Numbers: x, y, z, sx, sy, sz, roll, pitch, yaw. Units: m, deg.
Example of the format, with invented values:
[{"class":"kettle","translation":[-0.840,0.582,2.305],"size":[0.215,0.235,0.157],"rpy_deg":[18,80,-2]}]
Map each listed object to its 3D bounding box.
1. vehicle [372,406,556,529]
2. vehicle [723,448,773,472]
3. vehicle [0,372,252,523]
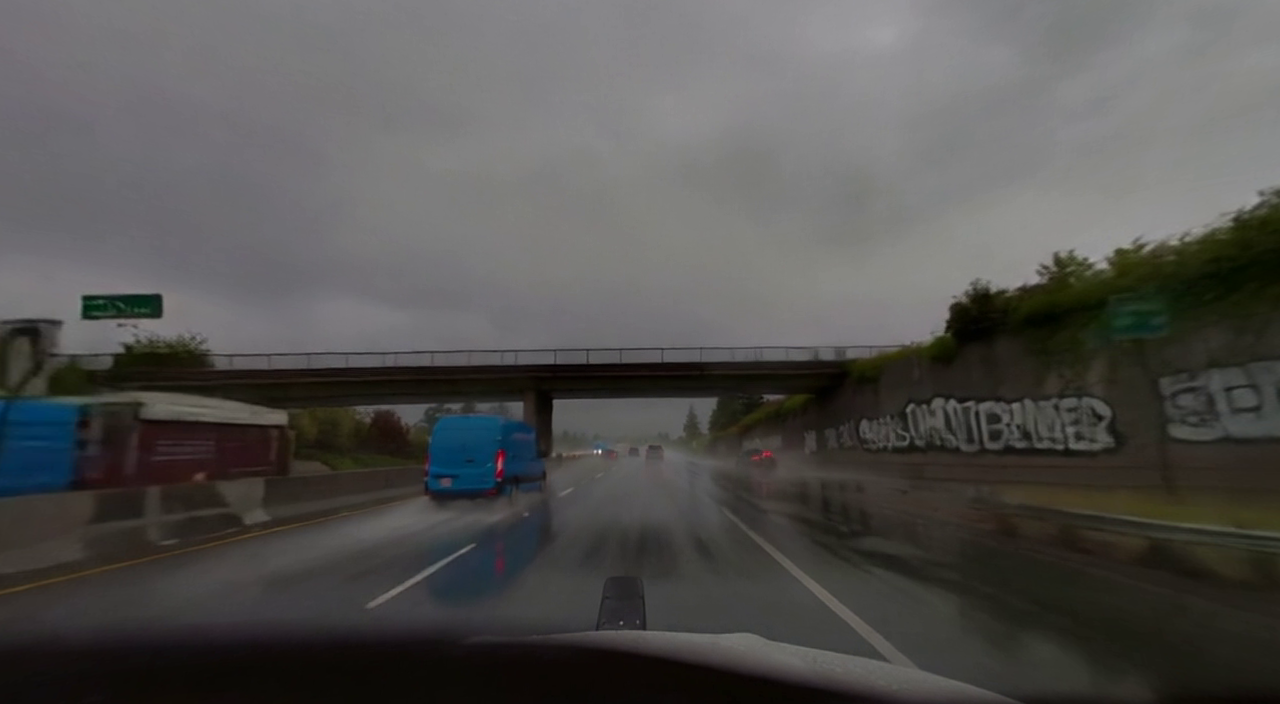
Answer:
[{"class":"vehicle","translation":[-3.261,2.299,13.086],"size":[2.310,2.030,5.094],"rpy_deg":[0,-8,0]},{"class":"vehicle","translation":[7.253,7.275,42.875],"size":[1.972,1.492,4.623],"rpy_deg":[1,-9,-8]},{"class":"vehicle","translation":[-16.979,2.992,19.804],"size":[3.030,3.624,10.094],"rpy_deg":[0,-9,1]}]
